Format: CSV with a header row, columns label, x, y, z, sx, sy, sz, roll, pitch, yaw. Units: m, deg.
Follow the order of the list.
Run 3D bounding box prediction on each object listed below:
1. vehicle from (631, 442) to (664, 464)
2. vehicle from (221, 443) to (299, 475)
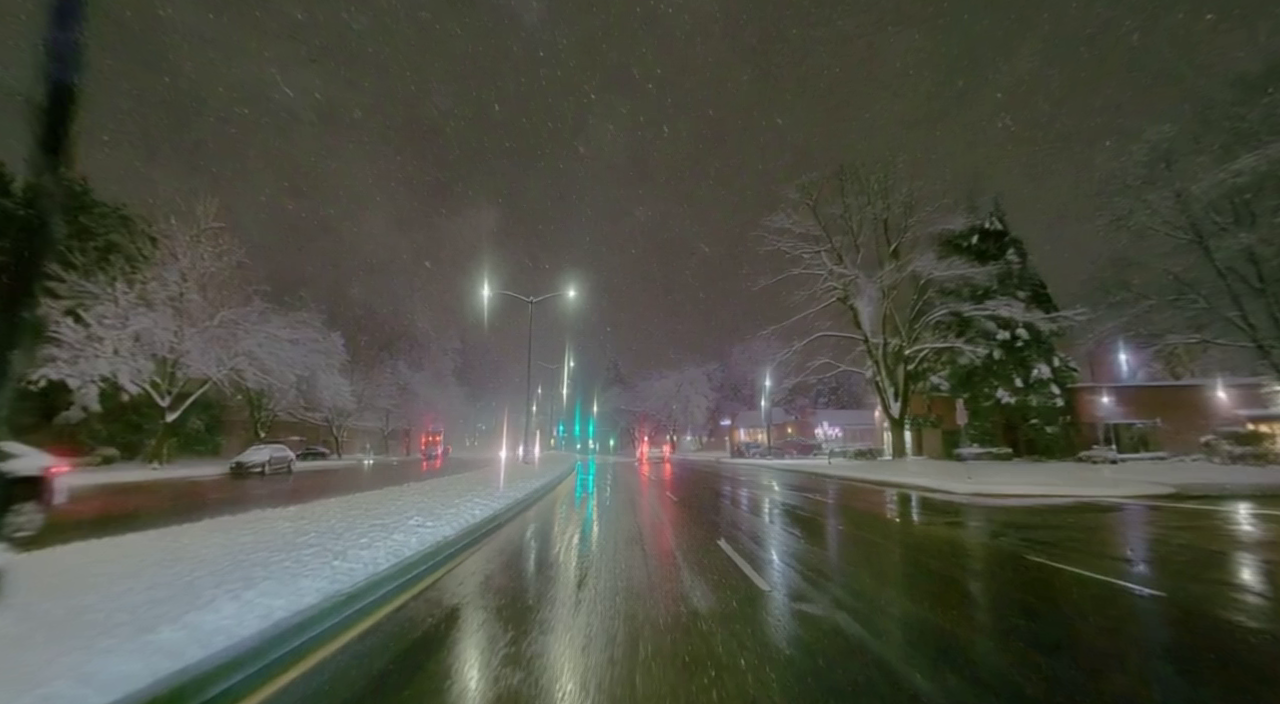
label,x,y,z,sx,sy,sz,roll,pitch,yaw
vehicle,0.481,7.288,45.595,1.913,1.473,4.360,1,-9,-6
vehicle,-21.051,5.903,35.231,1.874,1.651,4.259,0,-9,-4
